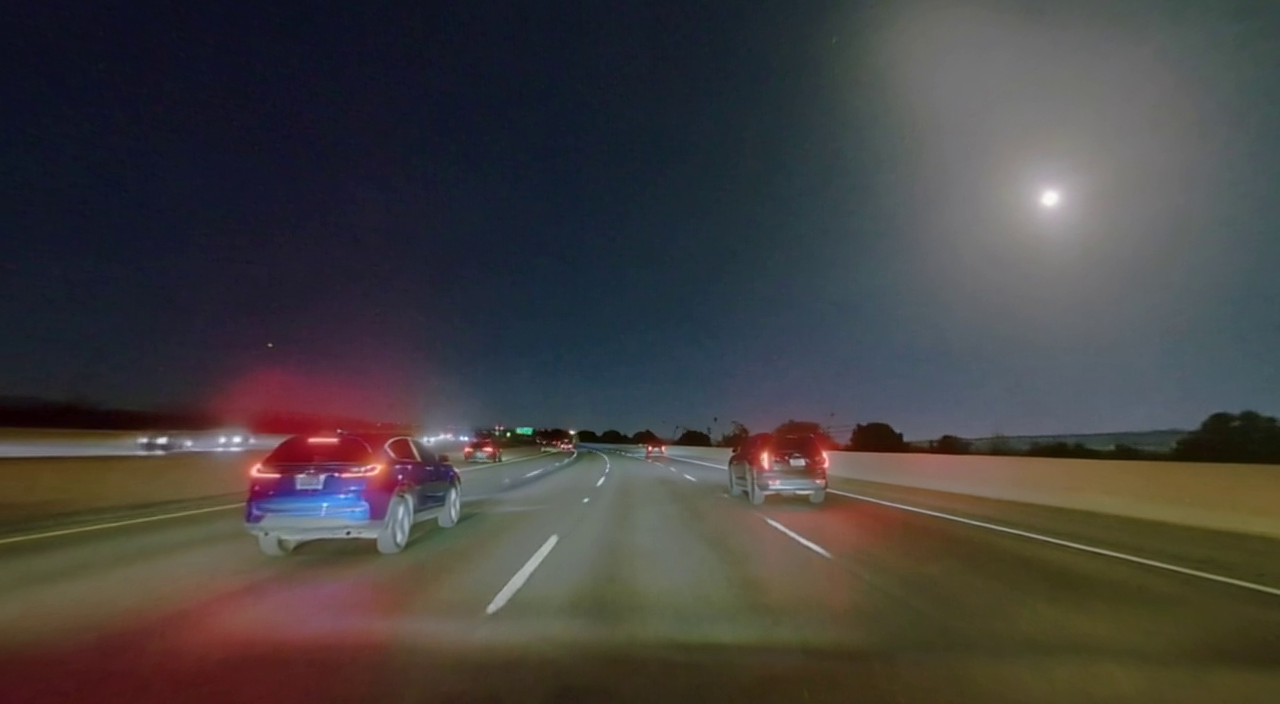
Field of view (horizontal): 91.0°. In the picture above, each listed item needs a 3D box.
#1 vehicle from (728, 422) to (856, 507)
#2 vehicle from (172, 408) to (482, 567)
[{"bbox_3d":[3.720,2.866,16.442,2.153,1.860,4.689,0,-9,0],"label":"vehicle"},{"bbox_3d":[-4.025,1.840,9.254,2.214,1.743,4.465,0,-9,0],"label":"vehicle"}]
